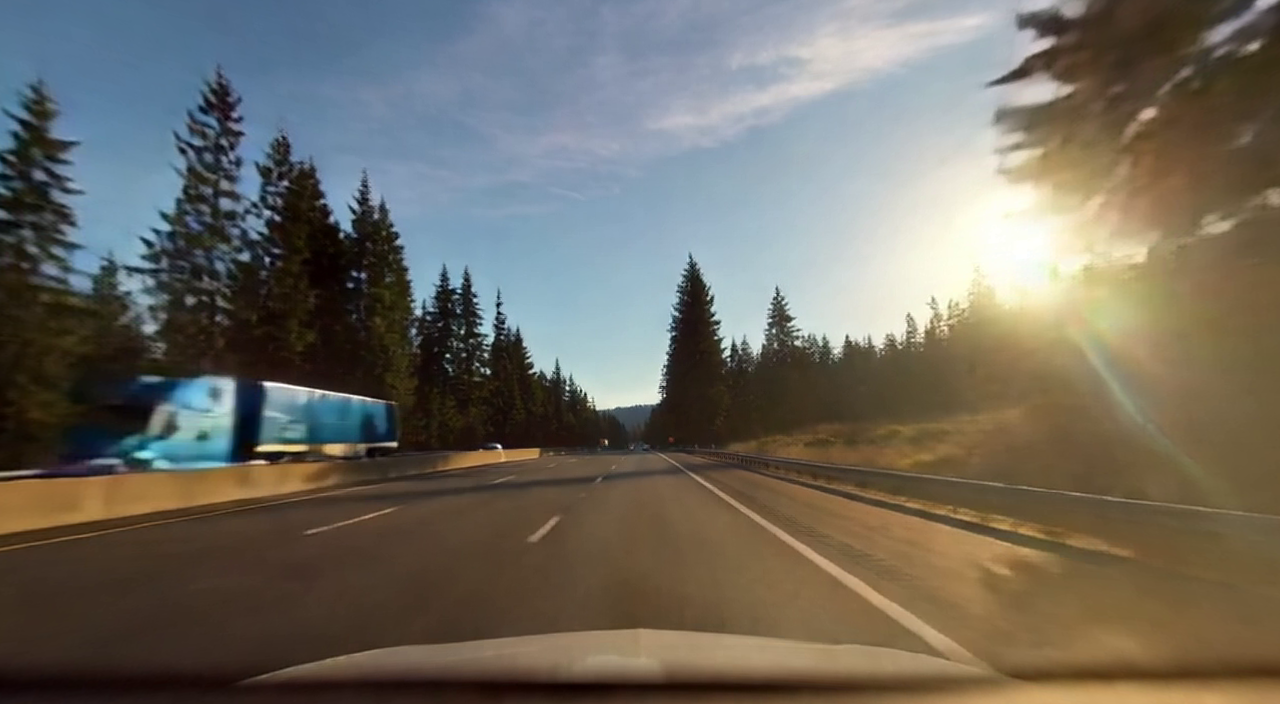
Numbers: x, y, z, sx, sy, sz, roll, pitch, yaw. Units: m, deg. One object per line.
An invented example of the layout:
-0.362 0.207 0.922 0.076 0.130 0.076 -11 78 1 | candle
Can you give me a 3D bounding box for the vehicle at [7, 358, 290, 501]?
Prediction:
-17.165 2.918 23.301 3.317 4.278 8.478 0 -8 1 | vehicle
